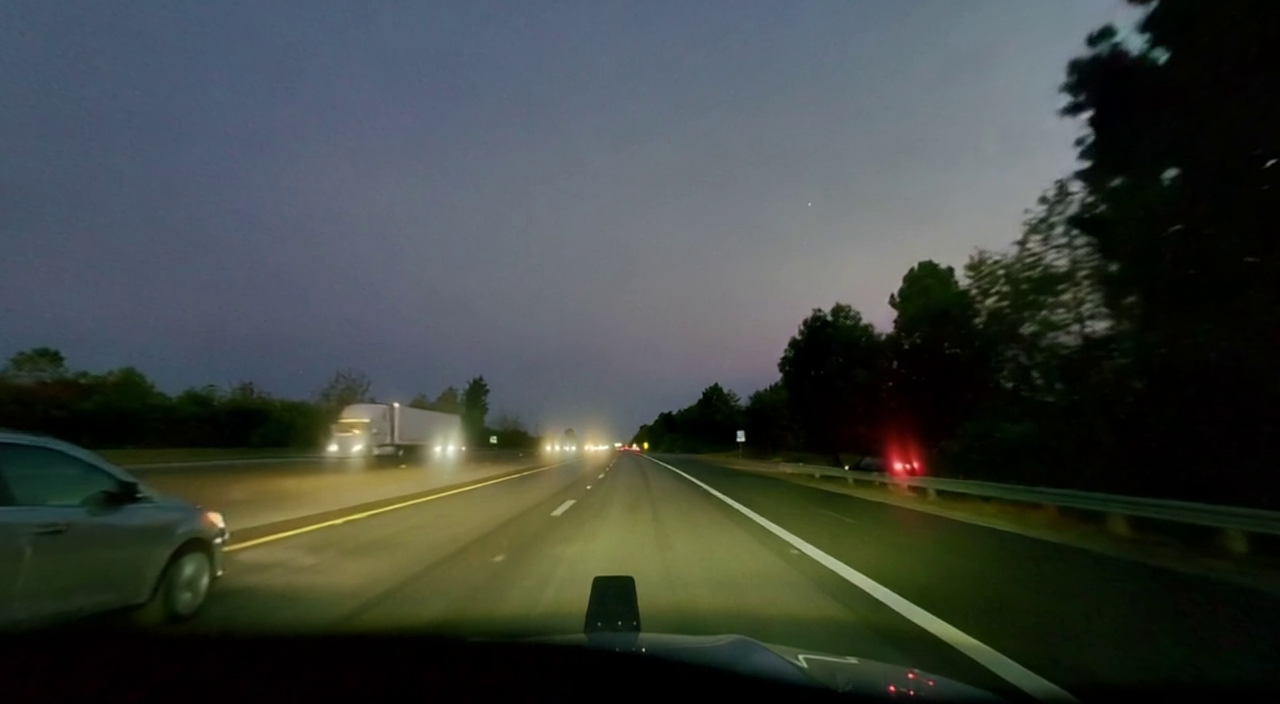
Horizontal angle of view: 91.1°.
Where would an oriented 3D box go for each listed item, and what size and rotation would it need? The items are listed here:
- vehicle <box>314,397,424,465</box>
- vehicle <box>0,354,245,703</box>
[{"bbox_3d":[-17.652,5.413,42.044,3.032,3.990,10.140,0,-9,-1],"label":"vehicle"},{"bbox_3d":[-3.995,0.807,2.371,2.111,1.717,4.426,0,-9,0],"label":"vehicle"}]
